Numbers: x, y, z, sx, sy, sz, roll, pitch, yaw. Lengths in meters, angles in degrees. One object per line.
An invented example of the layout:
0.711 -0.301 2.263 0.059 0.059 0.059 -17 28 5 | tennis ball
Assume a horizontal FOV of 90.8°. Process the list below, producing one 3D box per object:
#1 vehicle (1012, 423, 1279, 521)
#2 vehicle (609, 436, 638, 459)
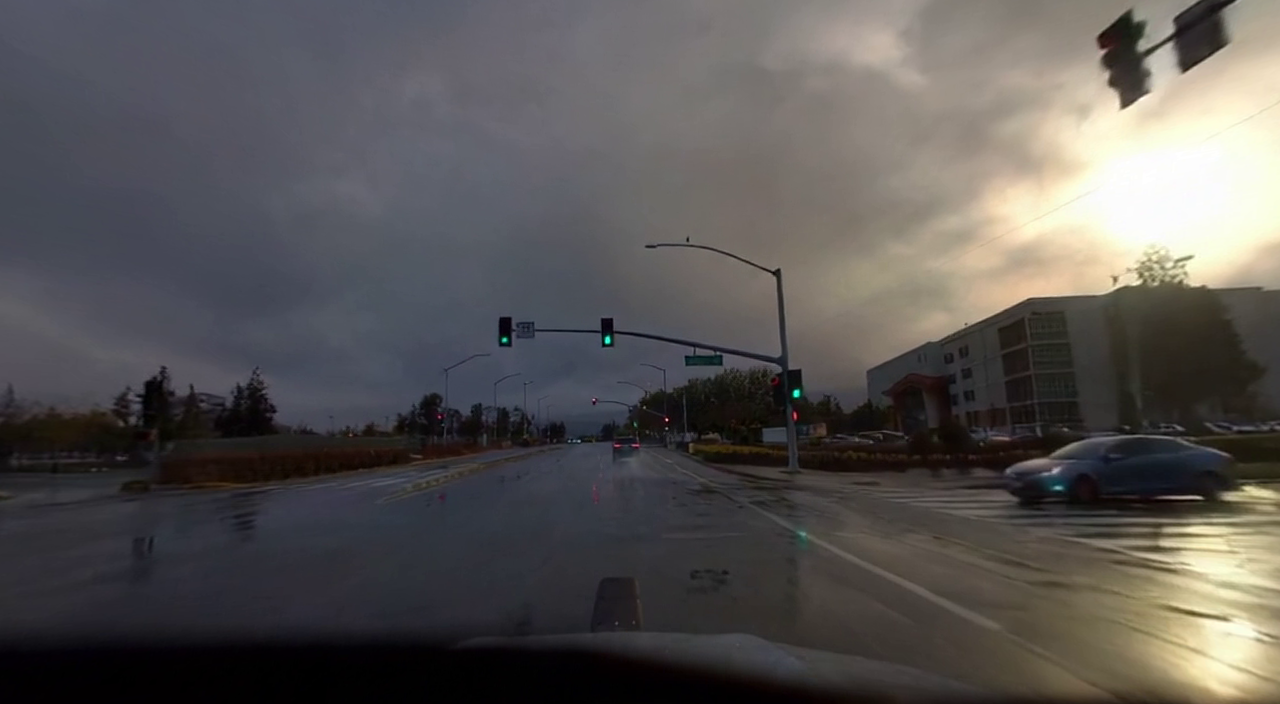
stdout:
9.490 2.037 10.982 4.794 1.511 1.992 0 -9 -3 | vehicle
-1.223 7.140 47.392 2.024 1.628 4.774 0 -9 -1 | vehicle
